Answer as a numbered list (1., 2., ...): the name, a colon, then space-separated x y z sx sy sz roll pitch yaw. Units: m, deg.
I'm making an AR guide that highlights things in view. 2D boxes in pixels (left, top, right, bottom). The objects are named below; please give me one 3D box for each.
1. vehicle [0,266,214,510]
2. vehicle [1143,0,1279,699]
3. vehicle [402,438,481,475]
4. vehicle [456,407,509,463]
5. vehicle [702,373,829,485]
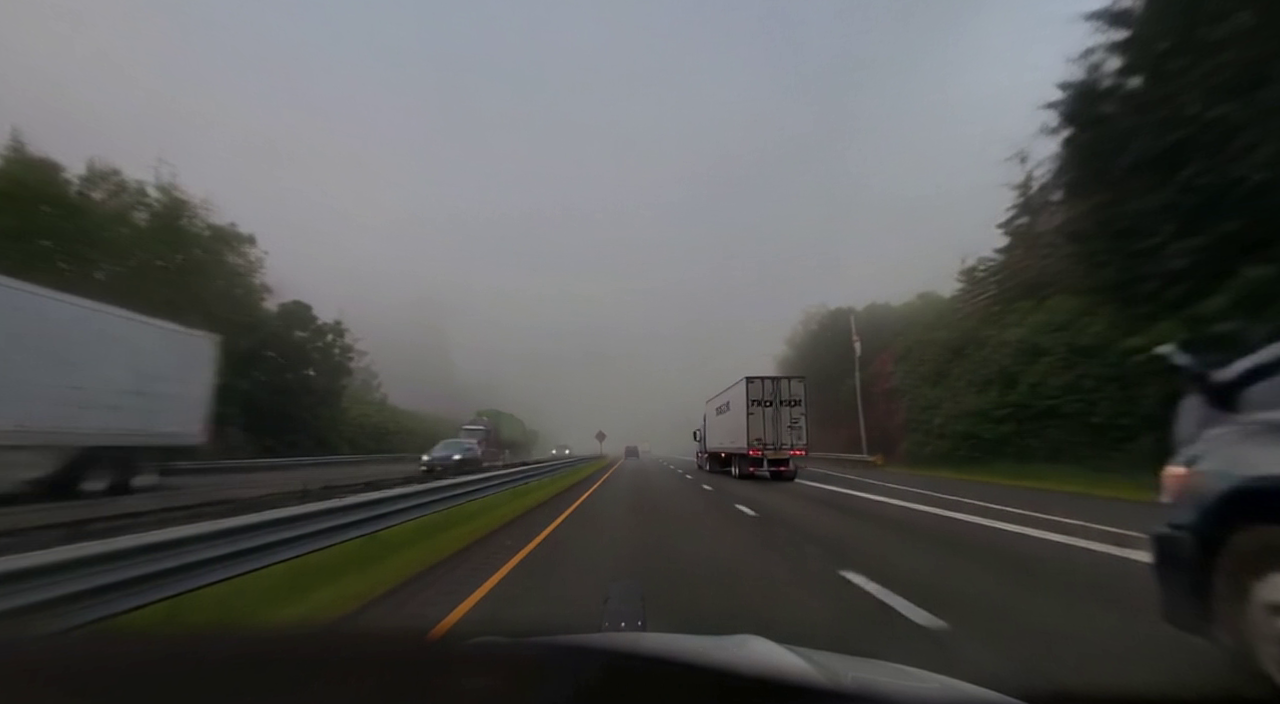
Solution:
1. vehicle: -12.312 0.304 8.711 2.938 4.080 14.151 0 -9 0
2. vehicle: 4.887 -0.402 2.590 3.007 4.189 2.696 0 -9 0
3. vehicle: -8.623 4.607 27.895 1.992 1.497 4.653 0 -9 0
4. vehicle: -11.900 6.288 47.761 3.293 4.054 2.389 0 -9 0
5. vehicle: 5.218 3.875 30.001 2.983 4.030 14.444 0 -9 0
